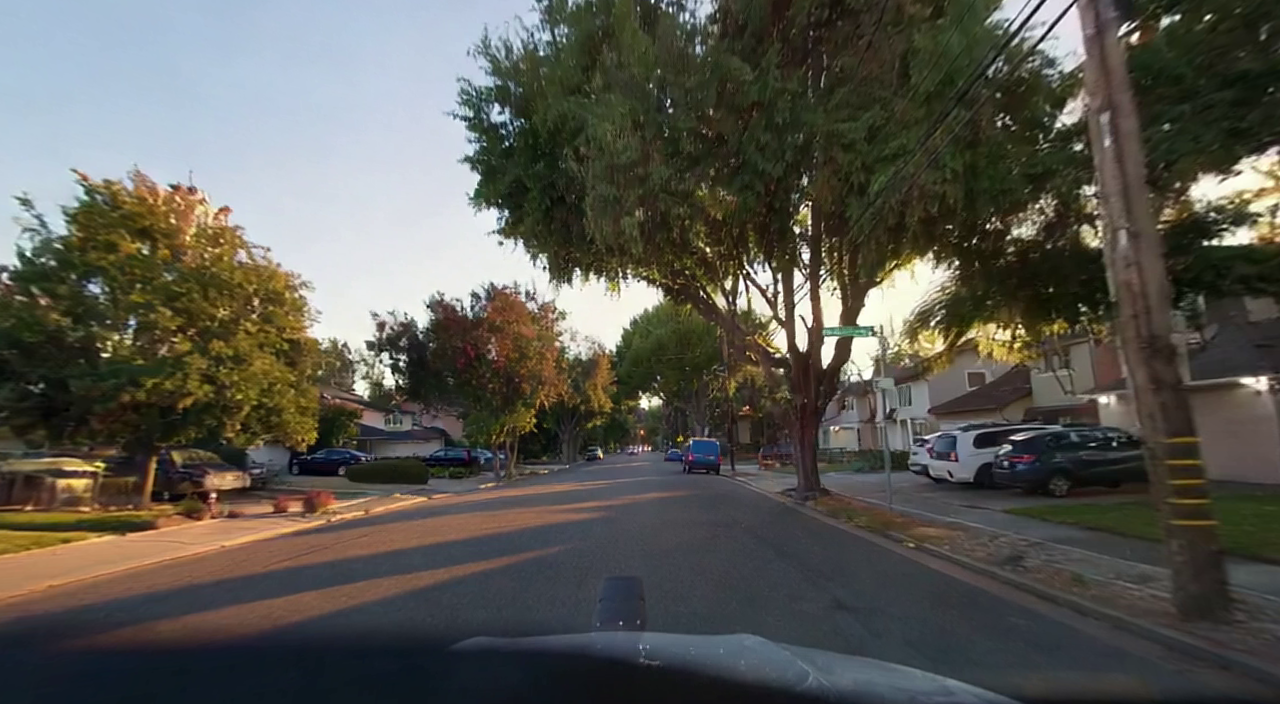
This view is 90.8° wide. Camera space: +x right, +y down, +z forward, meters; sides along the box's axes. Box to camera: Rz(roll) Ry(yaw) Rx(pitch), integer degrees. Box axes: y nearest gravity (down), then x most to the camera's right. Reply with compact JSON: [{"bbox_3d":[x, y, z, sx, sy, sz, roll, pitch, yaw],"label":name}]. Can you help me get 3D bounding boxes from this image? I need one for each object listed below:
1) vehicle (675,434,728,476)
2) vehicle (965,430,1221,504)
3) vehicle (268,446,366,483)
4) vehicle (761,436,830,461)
[{"bbox_3d":[3.240,5.595,34.535,2.311,2.069,5.156,0,-9,-1],"label":"vehicle"},{"bbox_3d":[9.894,2.528,14.103,4.125,1.461,1.984,-1,-8,2],"label":"vehicle"},{"bbox_3d":[-18.131,6.302,35.631,4.414,1.731,2.008,-2,-7,-4],"label":"vehicle"},{"bbox_3d":[11.465,7.178,46.872,4.602,1.799,1.859,0,-9,0],"label":"vehicle"}]
